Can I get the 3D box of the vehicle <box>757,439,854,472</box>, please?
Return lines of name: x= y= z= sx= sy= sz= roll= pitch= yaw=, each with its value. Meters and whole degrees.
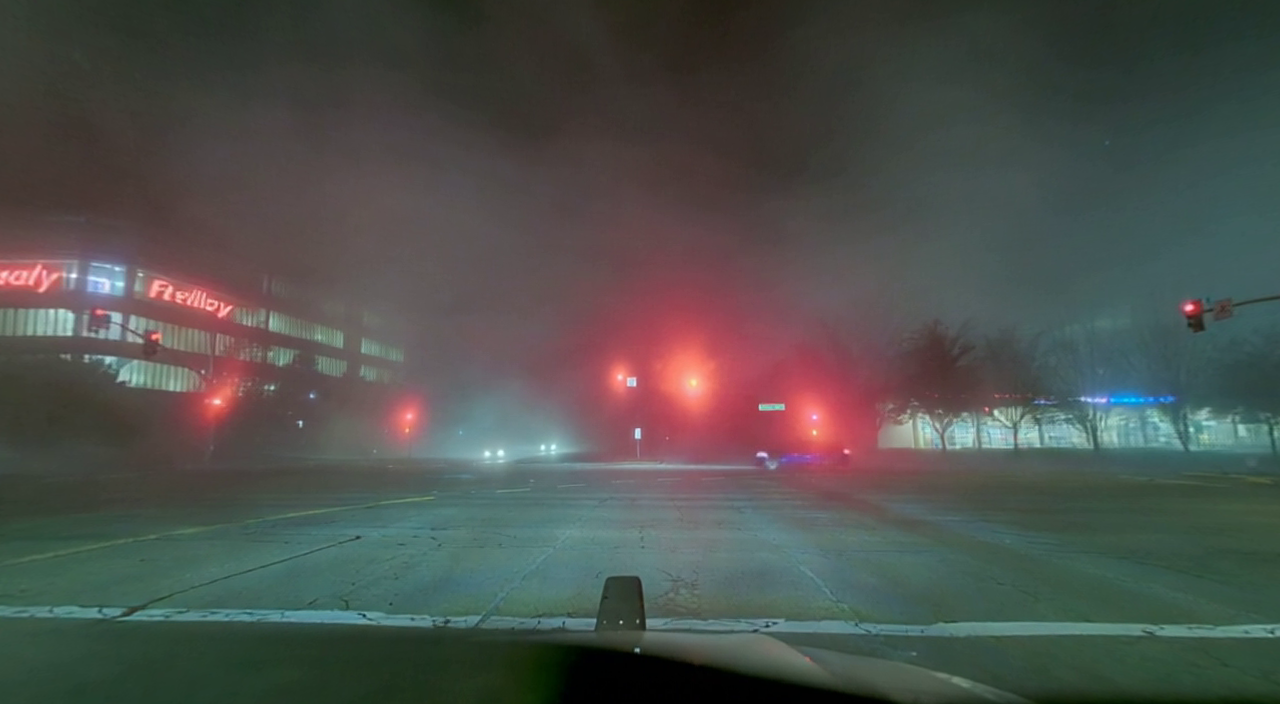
vehicle: x=8.937 y=5.582 z=34.306 sx=4.639 sy=1.699 sz=2.030 roll=0 pitch=-9 yaw=-4
